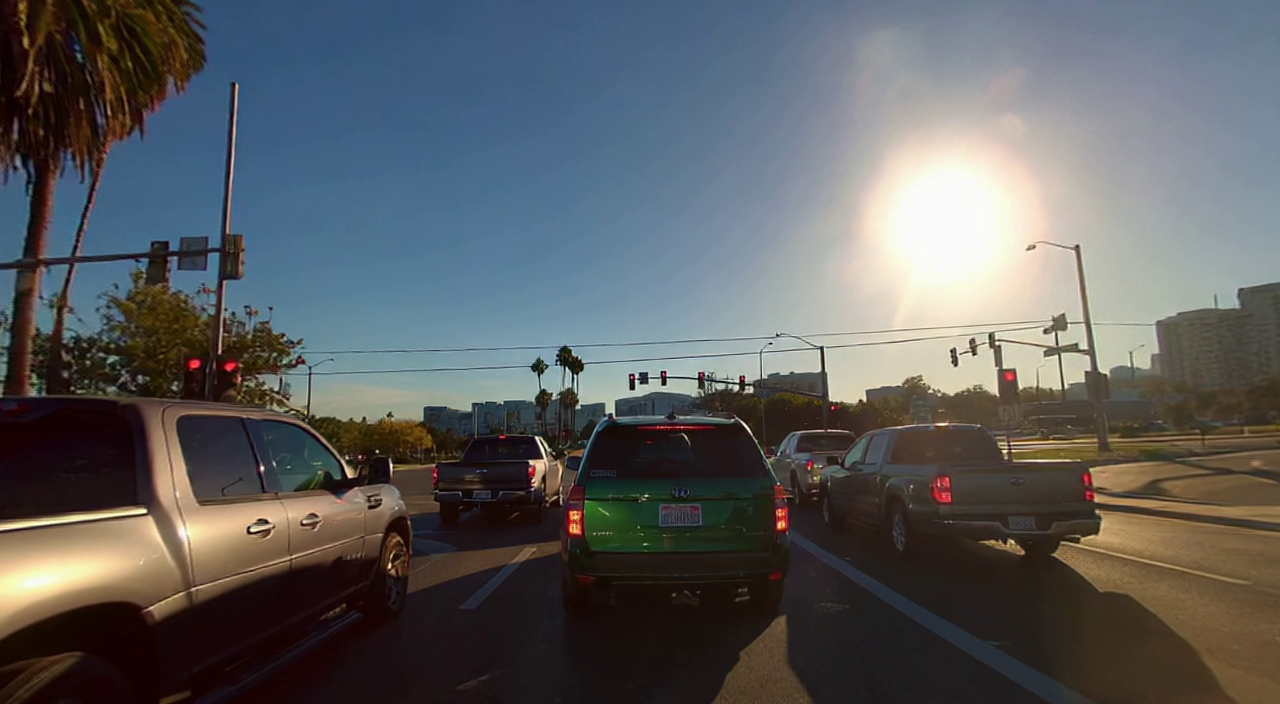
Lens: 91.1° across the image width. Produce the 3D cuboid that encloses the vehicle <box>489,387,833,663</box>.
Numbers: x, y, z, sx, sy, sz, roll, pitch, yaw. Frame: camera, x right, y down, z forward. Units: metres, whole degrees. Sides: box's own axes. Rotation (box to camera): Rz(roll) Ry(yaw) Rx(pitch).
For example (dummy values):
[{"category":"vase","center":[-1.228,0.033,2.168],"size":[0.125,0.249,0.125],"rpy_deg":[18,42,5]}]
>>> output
[{"category":"vehicle","center":[0.164,1.376,6.036],"size":[2.123,1.704,4.128],"rpy_deg":[0,-9,1]}]

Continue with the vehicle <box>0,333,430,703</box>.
[{"category":"vehicle","center":[-3.163,1.080,3.915],"size":[2.171,1.702,4.416],"rpy_deg":[0,-9,0]}]

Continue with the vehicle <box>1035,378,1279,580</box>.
[{"category":"vehicle","center":[7.325,1.343,6.842],"size":[2.337,1.925,5.728],"rpy_deg":[0,-8,1]}]

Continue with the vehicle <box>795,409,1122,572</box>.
[{"category":"vehicle","center":[4.010,1.850,9.273],"size":[2.072,1.704,5.170],"rpy_deg":[0,-9,-1]}]
